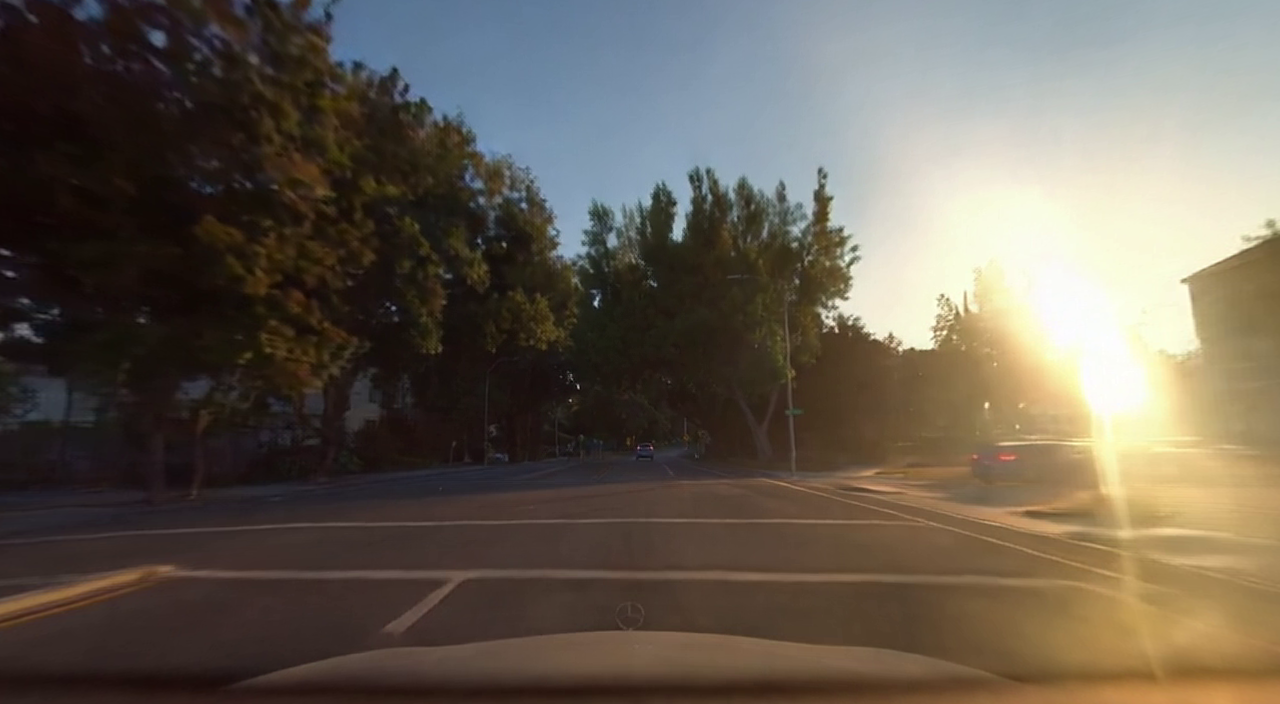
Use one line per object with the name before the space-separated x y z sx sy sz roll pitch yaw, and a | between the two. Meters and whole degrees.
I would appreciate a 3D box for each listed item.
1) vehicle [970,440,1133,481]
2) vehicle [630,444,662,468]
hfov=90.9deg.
vehicle | 15.596 4.118 24.082 4.824 1.462 1.974 0 -8 -1
vehicle | 0.423 7.558 45.960 2.200 1.653 4.127 0 -8 0
